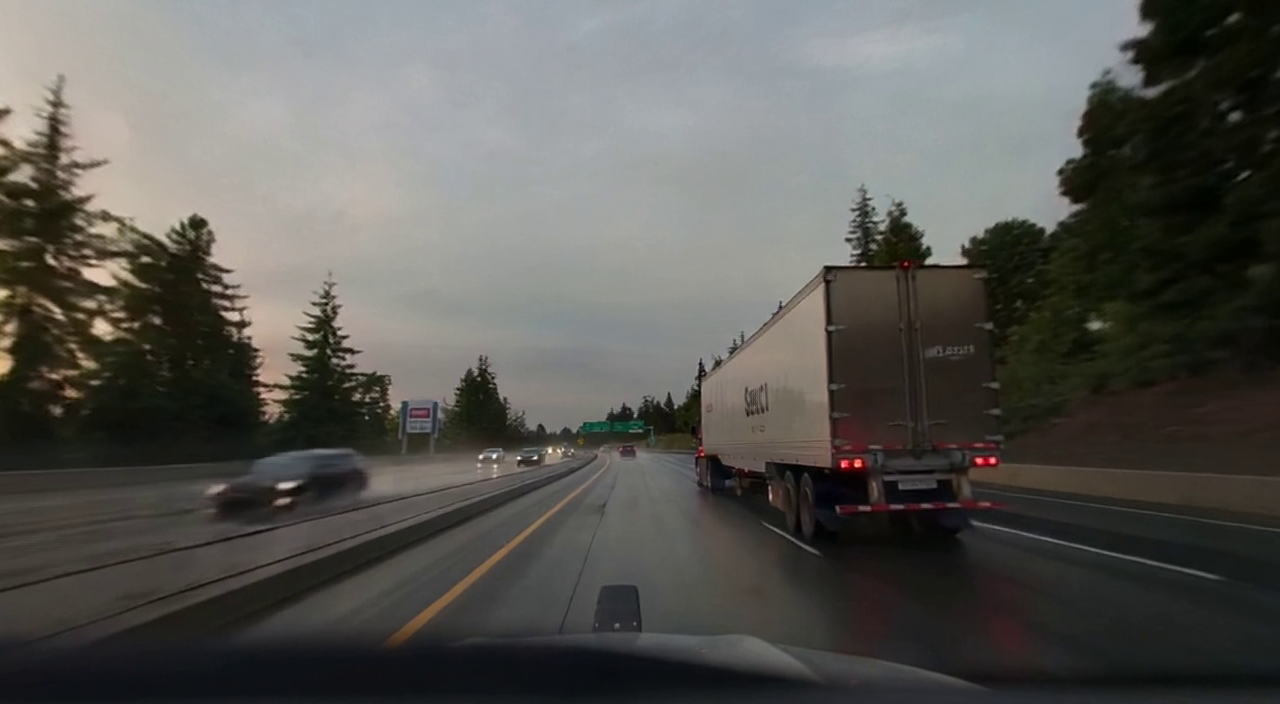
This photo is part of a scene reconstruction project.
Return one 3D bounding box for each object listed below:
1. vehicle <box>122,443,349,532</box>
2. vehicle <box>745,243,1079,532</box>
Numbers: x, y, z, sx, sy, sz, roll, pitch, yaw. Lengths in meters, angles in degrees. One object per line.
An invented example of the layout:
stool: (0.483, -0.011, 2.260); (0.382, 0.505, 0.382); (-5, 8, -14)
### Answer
vehicle: (-8.410, 2.807, 13.679); (1.978, 1.570, 4.487); (0, -9, -1)
vehicle: (4.317, 1.039, 12.661); (2.892, 3.928, 8.380); (0, -9, 0)
